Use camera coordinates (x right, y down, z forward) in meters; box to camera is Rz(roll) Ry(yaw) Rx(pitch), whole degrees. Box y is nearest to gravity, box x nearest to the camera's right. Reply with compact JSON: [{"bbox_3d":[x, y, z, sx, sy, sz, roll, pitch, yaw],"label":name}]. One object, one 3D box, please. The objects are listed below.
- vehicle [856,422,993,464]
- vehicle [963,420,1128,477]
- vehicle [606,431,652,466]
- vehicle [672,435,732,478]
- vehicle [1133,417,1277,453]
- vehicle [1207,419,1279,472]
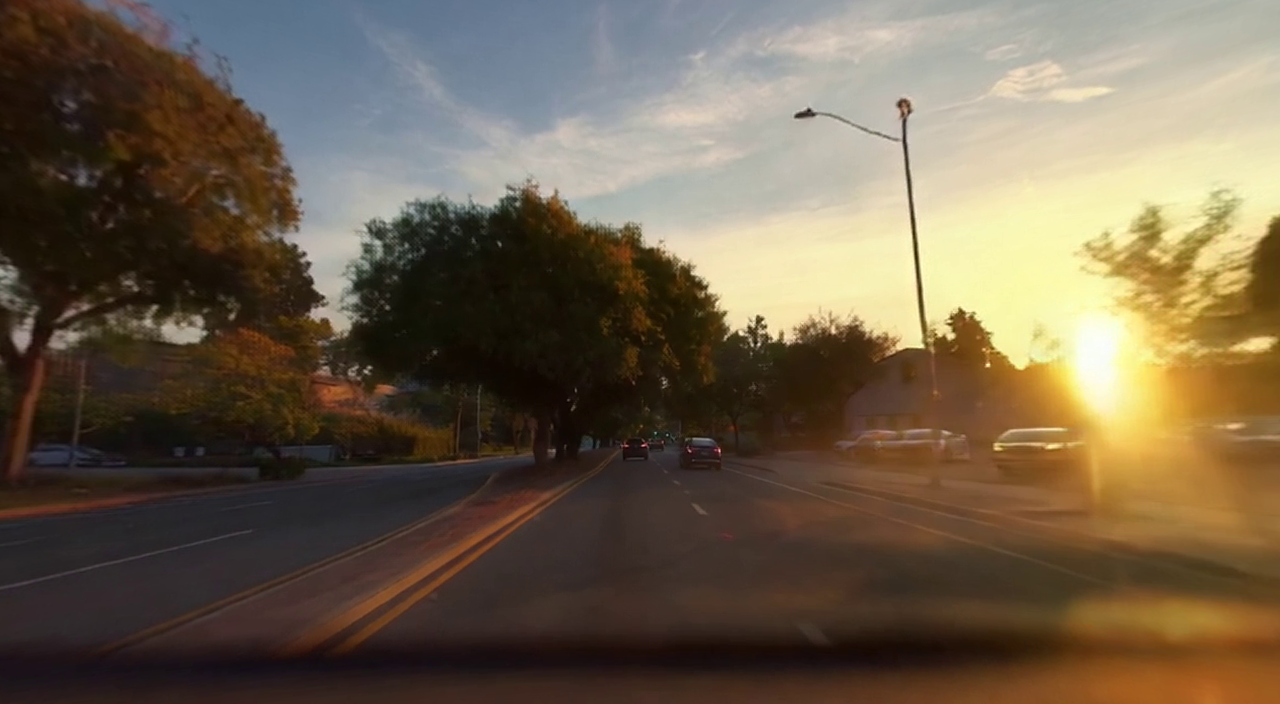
[{"bbox_3d":[11.334,3.661,25.371,4.557,1.509,1.971,-8,-11,43],"label":"vehicle"},{"bbox_3d":[11.328,2.692,17.789,1.799,1.431,3.486,8,-11,-43],"label":"vehicle"},{"bbox_3d":[-0.661,5.638,36.971,2.488,1.881,4.814,1,-8,-1],"label":"vehicle"},{"bbox_3d":[2.491,4.318,26.413,2.003,1.614,4.072,0,-8,-1],"label":"vehicle"},{"bbox_3d":[27.113,4.042,30.529,4.654,1.551,1.829,-5,-10,20],"label":"vehicle"},{"bbox_3d":[19.152,2.885,19.501,4.511,1.451,1.932,8,-11,-43],"label":"vehicle"}]
